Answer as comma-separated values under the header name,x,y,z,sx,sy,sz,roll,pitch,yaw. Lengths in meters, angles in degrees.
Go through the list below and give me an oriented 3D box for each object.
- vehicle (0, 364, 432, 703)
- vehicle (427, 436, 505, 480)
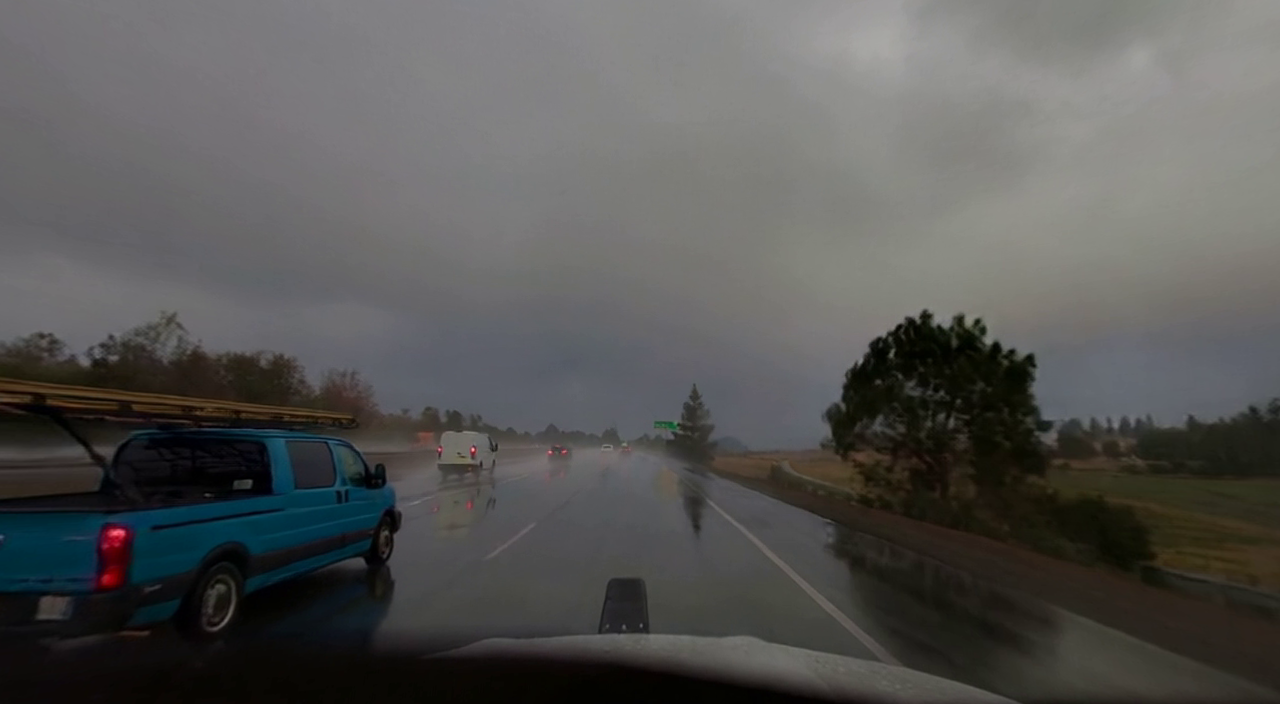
name,x,y,z,sx,sy,sz,roll,pitch,yaw
vehicle,-3.563,1.255,5.162,2.040,1.679,4.865,0,-9,0
vehicle,-7.541,4.650,27.849,2.093,1.752,4.771,0,-9,0
